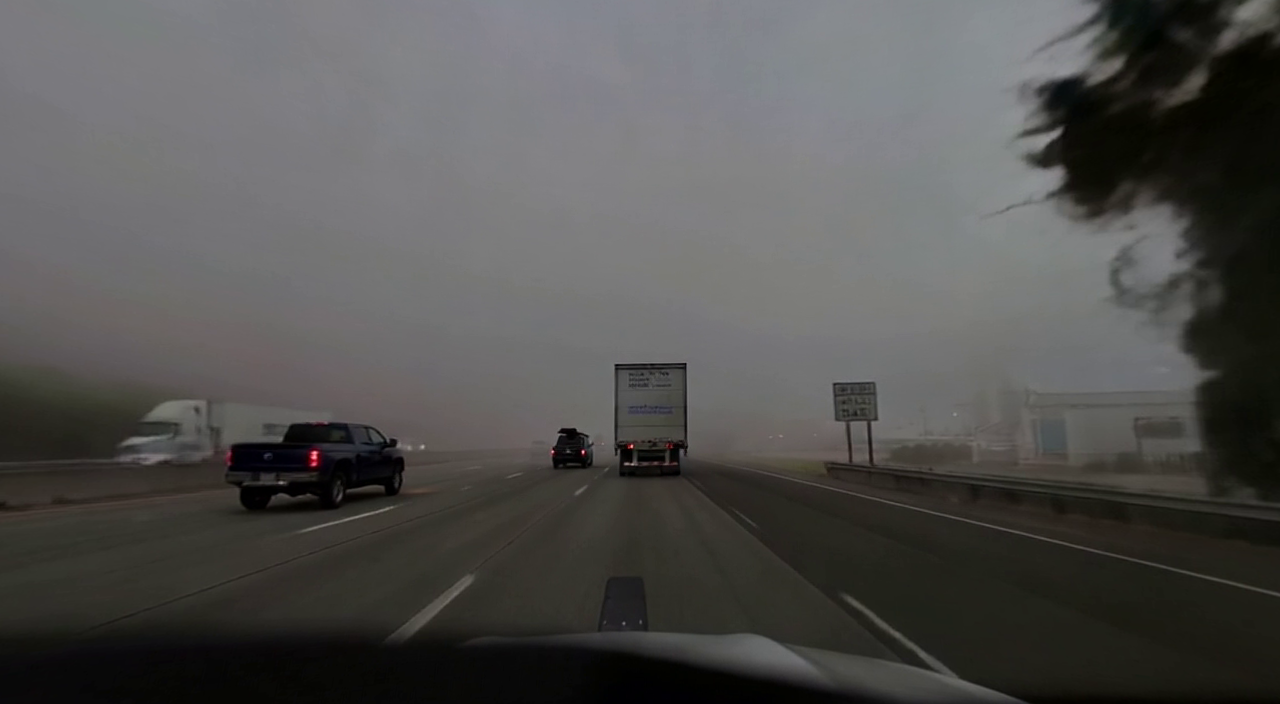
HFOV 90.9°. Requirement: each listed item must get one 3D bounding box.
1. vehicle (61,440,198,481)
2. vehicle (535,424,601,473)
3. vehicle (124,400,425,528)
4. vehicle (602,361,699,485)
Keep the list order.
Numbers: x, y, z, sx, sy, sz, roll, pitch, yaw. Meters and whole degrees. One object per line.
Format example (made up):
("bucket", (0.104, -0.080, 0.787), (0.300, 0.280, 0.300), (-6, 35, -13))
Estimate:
("vehicle", (-20.617, 4.382, 25.774), (1.877, 1.497, 4.478), (0, -9, -1))
("vehicle", (-3.256, 4.594, 30.081), (2.379, 2.075, 6.169), (0, -9, 1))
("vehicle", (-6.716, 2.190, 12.839), (2.479, 1.978, 5.952), (0, -9, 1))
("vehicle", (0.281, 2.914, 24.345), (2.941, 3.794, 9.851), (0, -9, 0))
